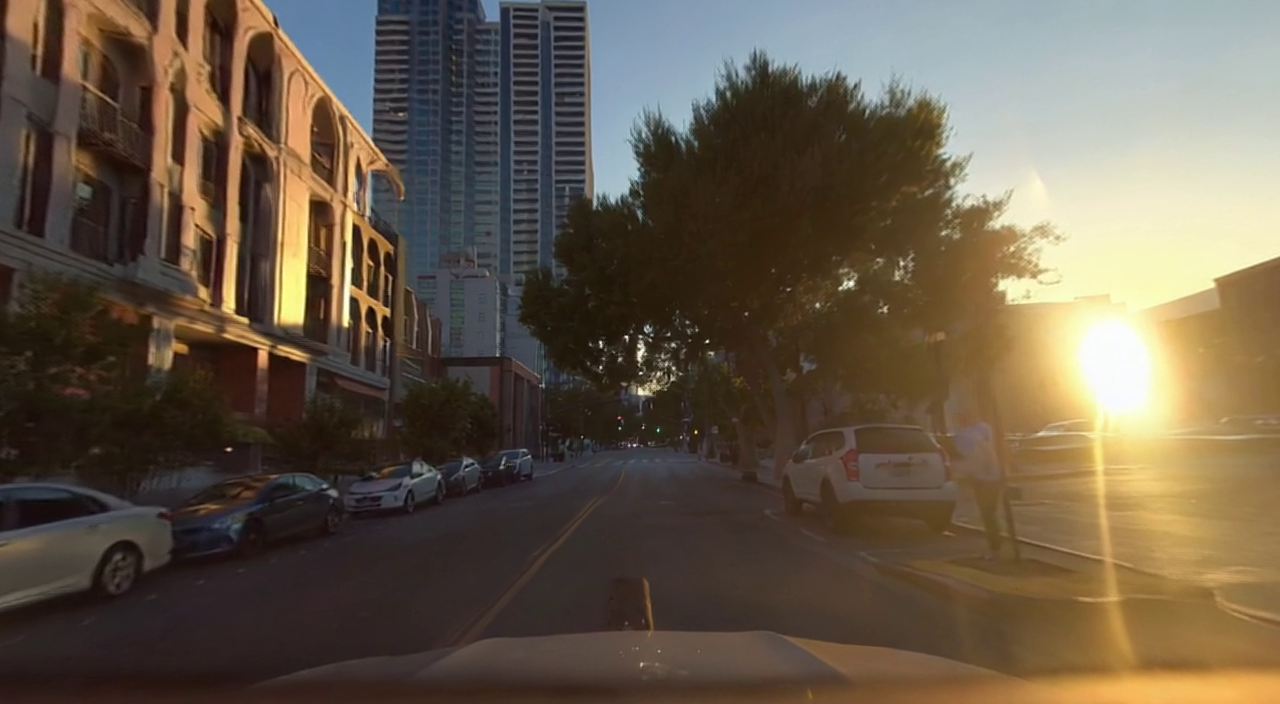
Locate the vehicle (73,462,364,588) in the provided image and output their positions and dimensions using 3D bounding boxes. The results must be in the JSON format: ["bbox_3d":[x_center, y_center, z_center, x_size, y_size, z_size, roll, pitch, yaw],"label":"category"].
[{"bbox_3d":[-6.863,2.807,11.167,1.889,1.451,5.013,-3,-8,-2],"label":"vehicle"}]

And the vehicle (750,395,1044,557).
[{"bbox_3d":[3.973,2.096,11.495,2.568,2.001,5.999,-3,-8,-2],"label":"vehicle"}]

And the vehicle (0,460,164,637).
[{"bbox_3d":[-6.935,1.867,5.572,1.944,1.574,4.717,-3,-8,-2],"label":"vehicle"}]

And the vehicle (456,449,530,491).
[{"bbox_3d":[-6.440,5.183,28.161,2.270,1.539,4.855,-3,-8,-2],"label":"vehicle"}]

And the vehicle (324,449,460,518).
[{"bbox_3d":[-6.690,3.536,17.601,2.110,1.498,4.555,-3,-8,-2],"label":"vehicle"}]
